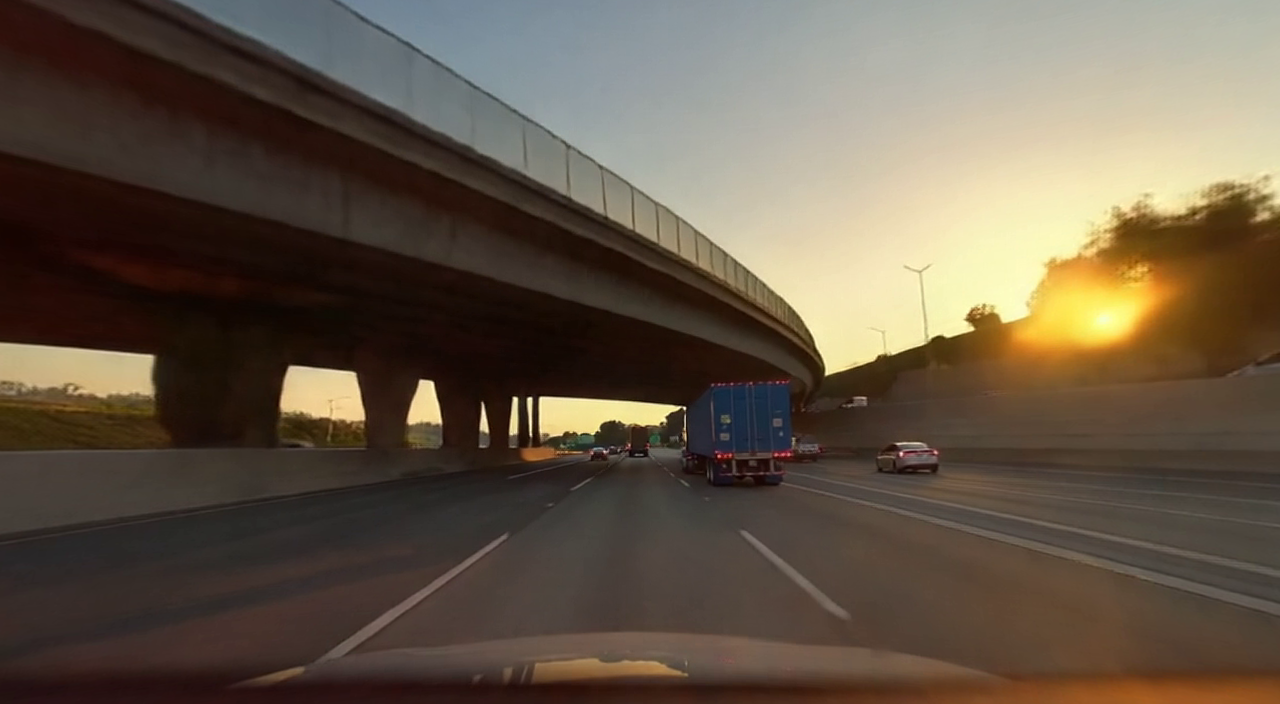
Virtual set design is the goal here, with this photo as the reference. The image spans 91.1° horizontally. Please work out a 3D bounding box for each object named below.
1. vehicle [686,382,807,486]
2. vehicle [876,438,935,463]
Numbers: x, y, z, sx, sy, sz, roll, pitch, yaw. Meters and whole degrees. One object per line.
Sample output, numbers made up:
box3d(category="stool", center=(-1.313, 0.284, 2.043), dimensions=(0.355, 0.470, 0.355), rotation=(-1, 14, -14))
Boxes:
box3d(category="vehicle", center=(3.885, 3.481, 25.957), dimensions=(3.049, 3.395, 10.595), rotation=(0, -8, 0))
box3d(category="vehicle", center=(17.295, 6.463, 41.117), dimensions=(2.021, 1.549, 4.322), rotation=(1, -9, 0))
